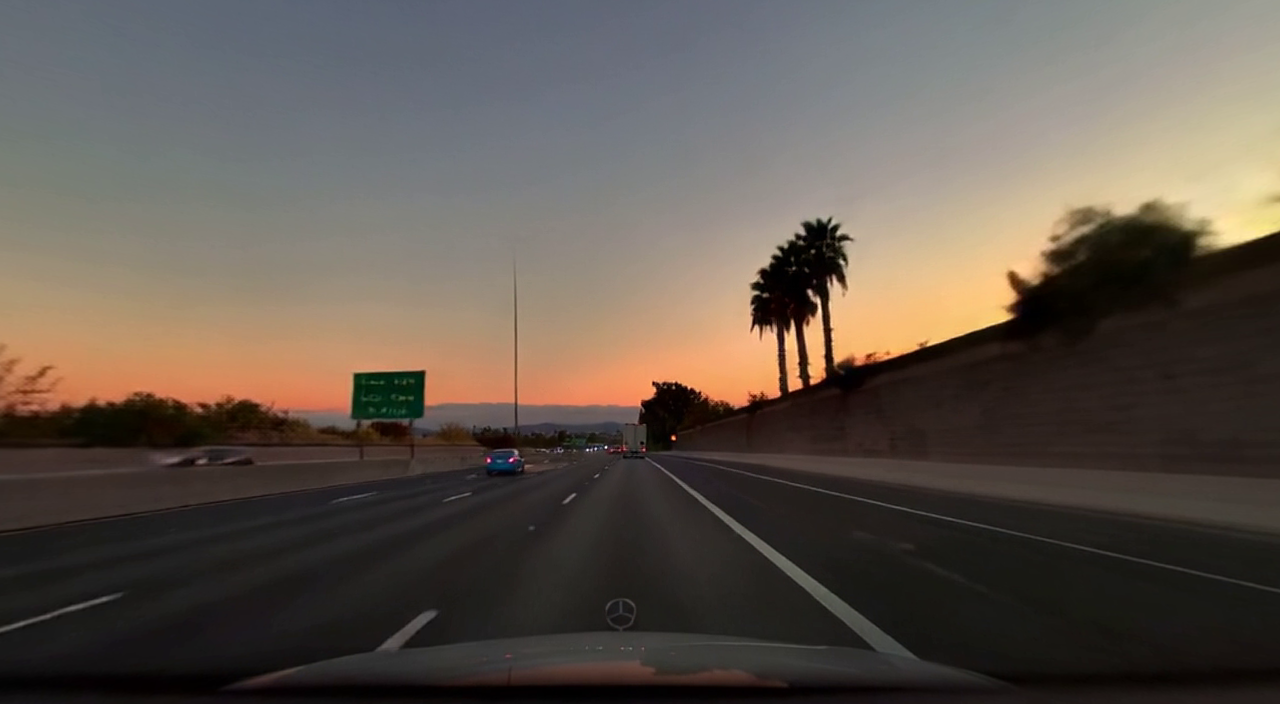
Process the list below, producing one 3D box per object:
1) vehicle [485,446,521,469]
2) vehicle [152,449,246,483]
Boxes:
[{"bbox_3d":[-10.594,8.180,49.153,1.897,1.653,4.113,0,-9,0],"label":"vehicle"},{"bbox_3d":[-22.850,5.883,32.947,1.894,1.619,4.181,0,-9,-1],"label":"vehicle"}]
